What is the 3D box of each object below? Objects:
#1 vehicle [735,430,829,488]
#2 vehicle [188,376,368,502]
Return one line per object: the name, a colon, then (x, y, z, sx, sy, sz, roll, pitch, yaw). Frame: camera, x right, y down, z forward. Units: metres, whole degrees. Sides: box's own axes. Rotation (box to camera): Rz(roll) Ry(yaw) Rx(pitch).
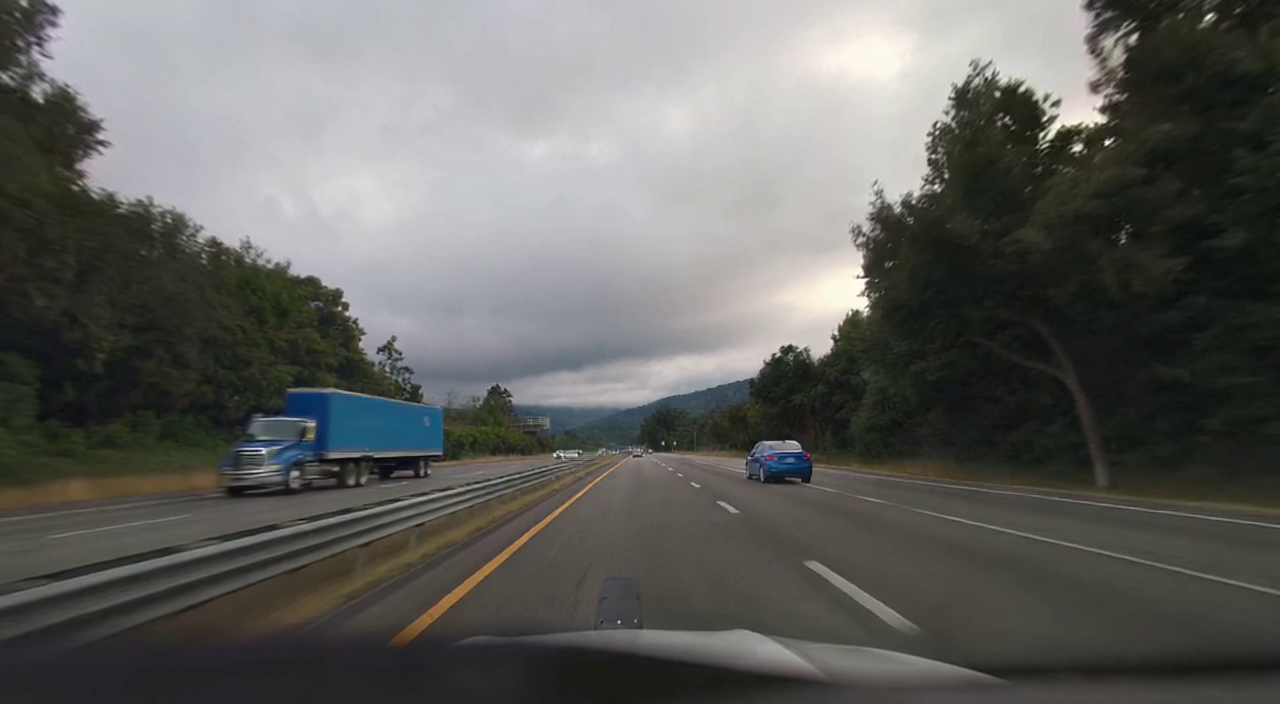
vehicle: (4.842, 3.735, 22.161, 2.117, 1.783, 4.627, 0, -9, -1)
vehicle: (-12.749, 3.186, 22.944, 3.010, 3.969, 5.822, 0, -9, -1)
